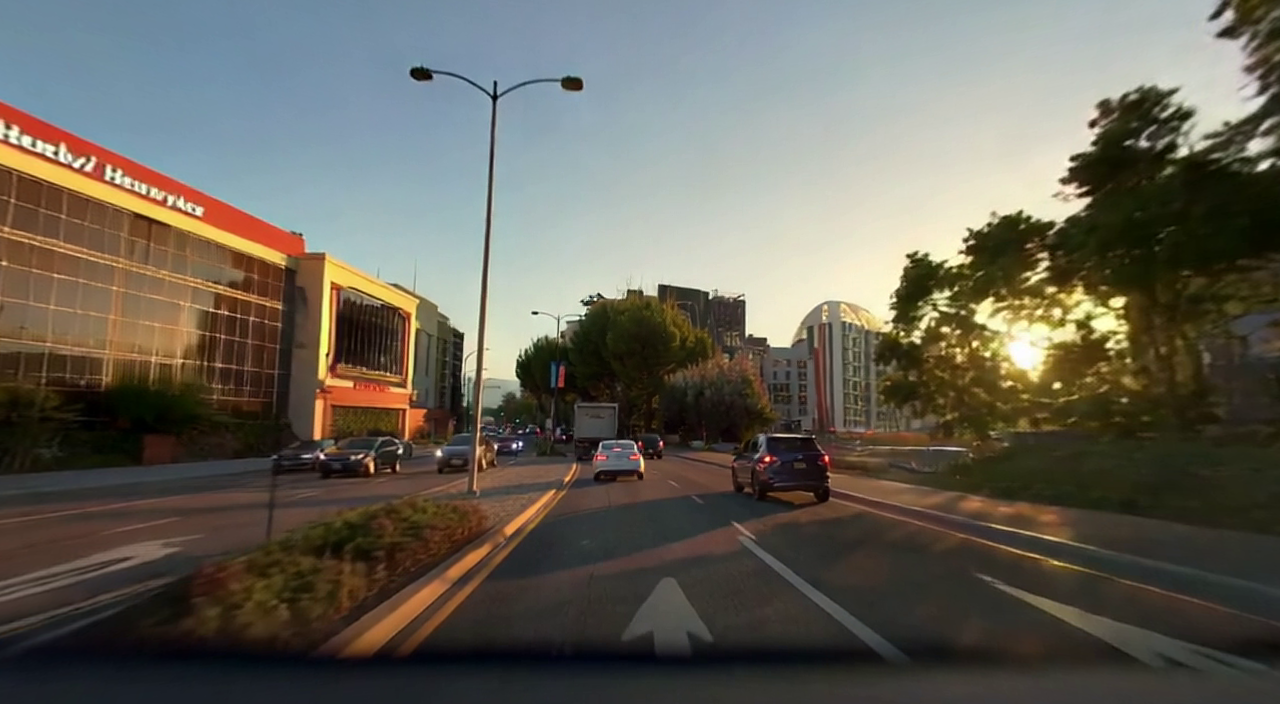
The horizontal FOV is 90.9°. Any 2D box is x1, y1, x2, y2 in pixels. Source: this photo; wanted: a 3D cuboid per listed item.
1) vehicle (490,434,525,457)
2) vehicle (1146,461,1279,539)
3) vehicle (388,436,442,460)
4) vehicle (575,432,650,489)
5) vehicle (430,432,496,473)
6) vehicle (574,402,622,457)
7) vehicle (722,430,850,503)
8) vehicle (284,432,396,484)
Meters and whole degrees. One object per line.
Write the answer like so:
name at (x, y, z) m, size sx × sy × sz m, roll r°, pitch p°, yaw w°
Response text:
vehicle at (-9.456, 6.666, 45.143) m, size 2.007 × 1.532 × 4.266 m, roll 0°, pitch -7°, yaw -6°
vehicle at (13.942, 3.144, 13.594) m, size 4.197 × 1.467 × 1.928 m, roll -2°, pitch -8°, yaw 10°
vehicle at (-14.625, 6.242, 41.242) m, size 1.889 × 1.481 × 4.820 m, roll 0°, pitch -8°, yaw -1°
vehicle at (-0.835, 3.108, 18.499) m, size 1.991 × 1.472 × 3.518 m, roll 0°, pitch -8°, yaw -4°
vehicle at (-7.492, 4.264, 27.089) m, size 1.966 × 1.616 × 4.038 m, roll 0°, pitch -8°, yaw -5°
vehicle at (-3.067, 5.467, 44.122) m, size 2.917 × 3.482 × 6.946 m, roll 1°, pitch -8°, yaw -7°
vehicle at (3.256, 2.618, 14.948) m, size 1.889 × 1.480 × 3.876 m, roll 0°, pitch -8°, yaw -4°
vehicle at (-10.357, 3.657, 22.176) m, size 2.091 × 1.642 × 4.299 m, roll 0°, pitch -8°, yaw -4°
